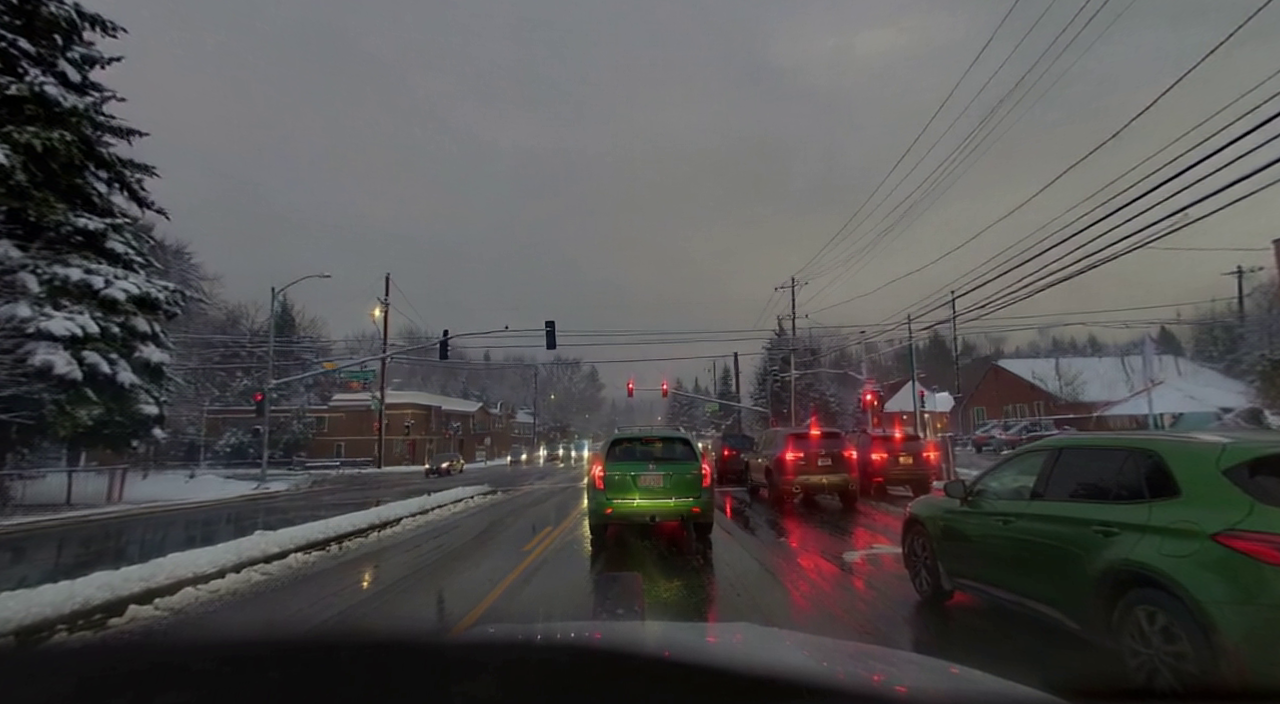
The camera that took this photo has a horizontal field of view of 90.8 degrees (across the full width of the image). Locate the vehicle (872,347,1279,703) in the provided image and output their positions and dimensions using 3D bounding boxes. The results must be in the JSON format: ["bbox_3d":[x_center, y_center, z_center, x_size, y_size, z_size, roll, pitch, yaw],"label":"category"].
[{"bbox_3d":[3.325,1.081,4.162,1.998,1.620,4.267,0,-9,1],"label":"vehicle"}]

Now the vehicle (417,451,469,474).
[{"bbox_3d":[-13.554,7.576,43.670,2.045,1.453,4.624,0,-9,1],"label":"vehicle"}]

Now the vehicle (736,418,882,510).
[{"bbox_3d":[3.700,2.575,14.904,2.060,1.789,4.712,0,-9,-1],"label":"vehicle"}]

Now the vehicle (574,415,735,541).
[{"bbox_3d":[0.193,1.991,10.537,2.149,1.668,3.962,0,-9,0],"label":"vehicle"}]

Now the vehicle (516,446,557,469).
[{"bbox_3d":[-7.251,7.396,44.498,2.057,1.461,4.485,0,-9,1],"label":"vehicle"}]
